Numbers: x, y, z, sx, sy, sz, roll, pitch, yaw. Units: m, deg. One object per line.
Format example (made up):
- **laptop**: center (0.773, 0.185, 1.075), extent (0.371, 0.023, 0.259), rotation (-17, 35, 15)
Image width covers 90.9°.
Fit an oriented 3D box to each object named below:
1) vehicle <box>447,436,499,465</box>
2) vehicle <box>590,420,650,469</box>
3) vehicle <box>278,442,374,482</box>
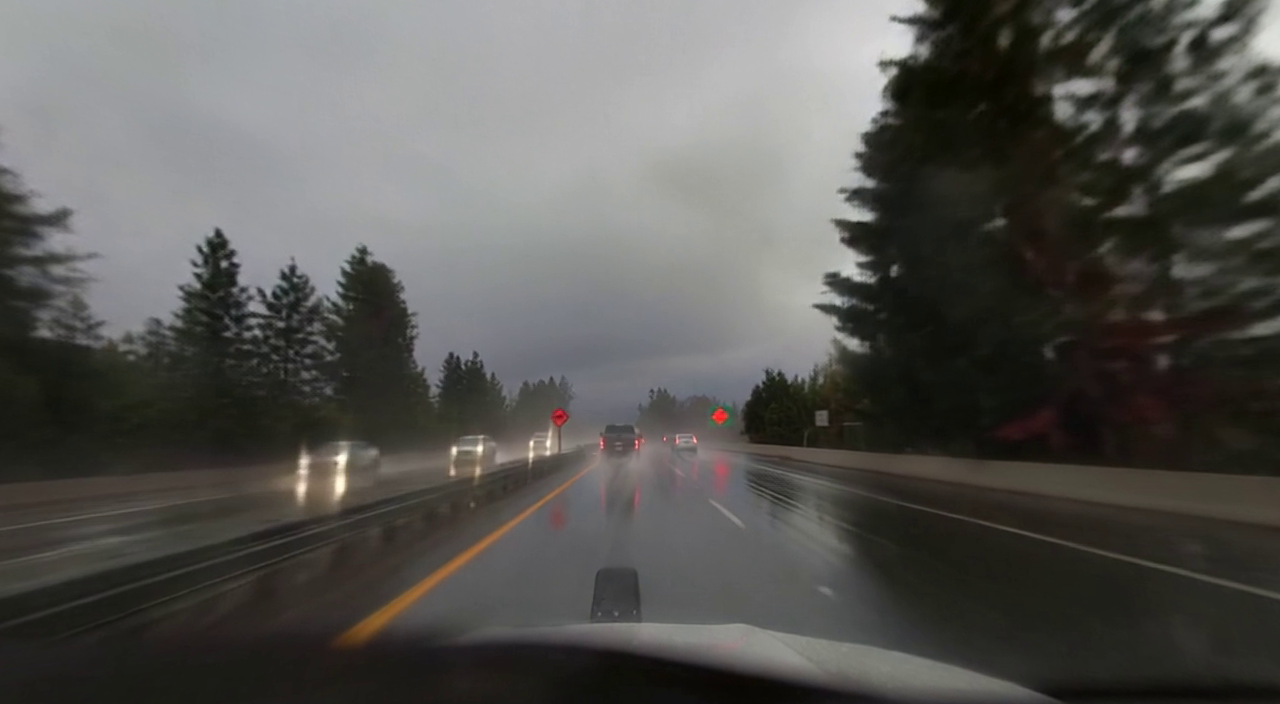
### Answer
- **vehicle**: center (-9.641, 5.687, 36.673), extent (1.939, 1.568, 4.109), rotation (0, -8, 0)
- **vehicle**: center (-0.905, 4.219, 28.951), extent (2.503, 2.044, 4.633), rotation (0, -8, -1)
- **vehicle**: center (-13.486, 4.712, 27.362), extent (2.098, 1.554, 4.068), rotation (0, -8, -1)
